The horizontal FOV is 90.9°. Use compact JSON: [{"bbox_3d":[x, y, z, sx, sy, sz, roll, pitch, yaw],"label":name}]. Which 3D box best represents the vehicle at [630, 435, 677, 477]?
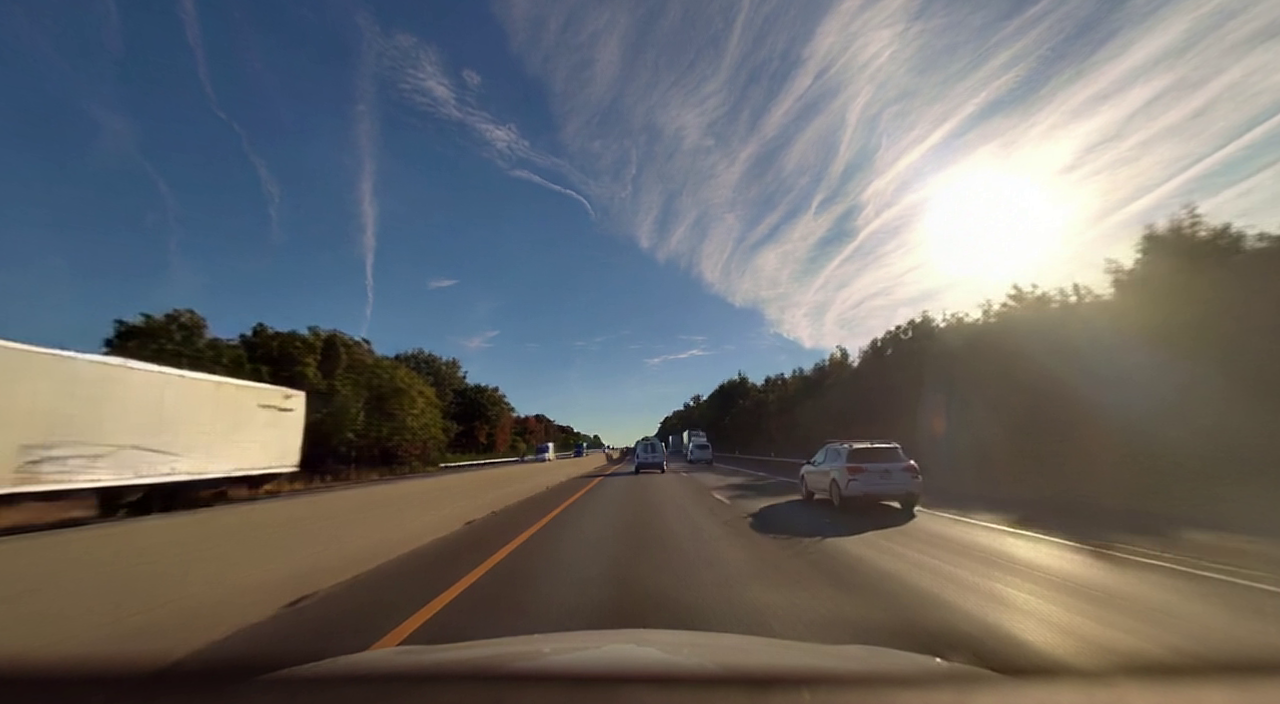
[{"bbox_3d":[0.622,5.074,30.934,2.143,1.925,4.101,0,-9,1],"label":"vehicle"}]

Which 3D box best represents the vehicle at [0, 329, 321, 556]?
[{"bbox_3d":[-13.232,2.333,15.943,2.898,4.145,14.046,0,-9,0],"label":"vehicle"}]

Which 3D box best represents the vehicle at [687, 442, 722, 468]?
[{"bbox_3d":[4.414,7.145,43.785,1.961,1.689,3.971,0,-9,-1],"label":"vehicle"}]

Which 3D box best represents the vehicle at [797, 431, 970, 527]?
[{"bbox_3d":[4.463,2.360,12.189,1.868,1.566,3.509,0,-9,-1],"label":"vehicle"}]
